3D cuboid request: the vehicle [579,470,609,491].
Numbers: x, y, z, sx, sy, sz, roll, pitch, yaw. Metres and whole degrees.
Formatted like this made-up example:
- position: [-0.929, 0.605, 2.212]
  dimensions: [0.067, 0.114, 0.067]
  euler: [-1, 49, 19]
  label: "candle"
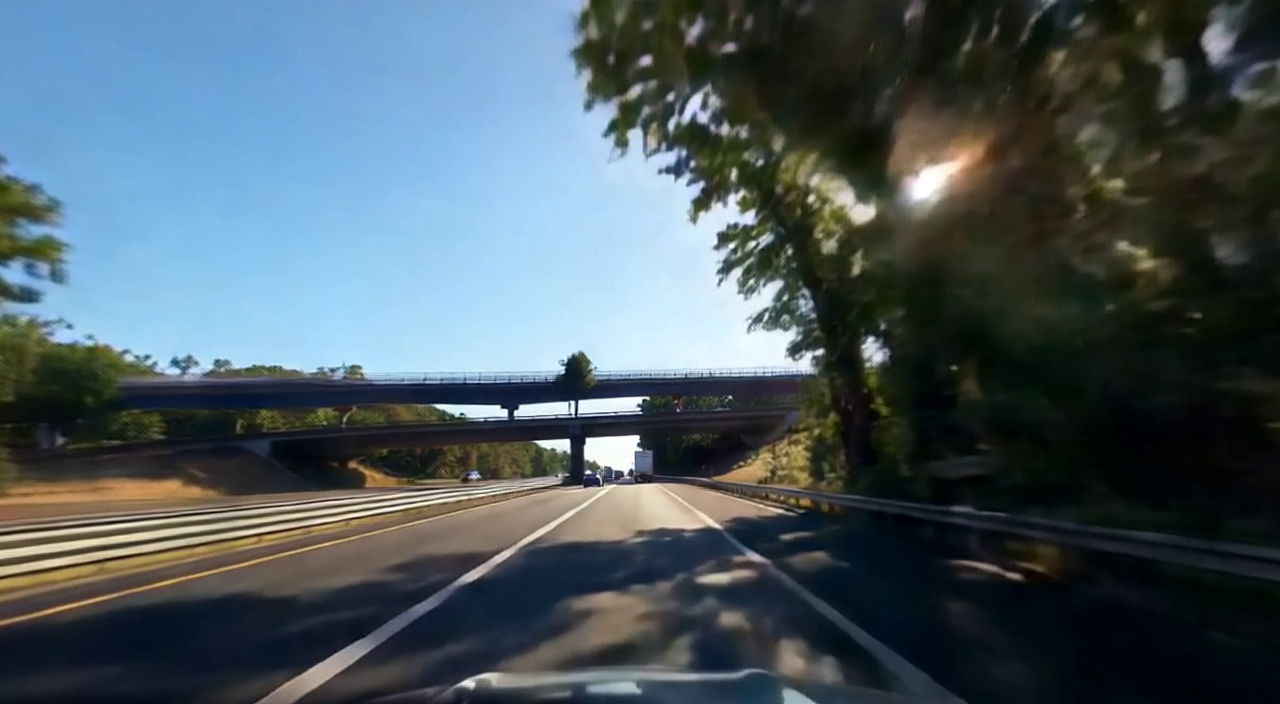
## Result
- position: [-3.498, 9.816, 48.332]
  dimensions: [1.976, 1.514, 3.917]
  euler: [1, -11, 0]
  label: "vehicle"
